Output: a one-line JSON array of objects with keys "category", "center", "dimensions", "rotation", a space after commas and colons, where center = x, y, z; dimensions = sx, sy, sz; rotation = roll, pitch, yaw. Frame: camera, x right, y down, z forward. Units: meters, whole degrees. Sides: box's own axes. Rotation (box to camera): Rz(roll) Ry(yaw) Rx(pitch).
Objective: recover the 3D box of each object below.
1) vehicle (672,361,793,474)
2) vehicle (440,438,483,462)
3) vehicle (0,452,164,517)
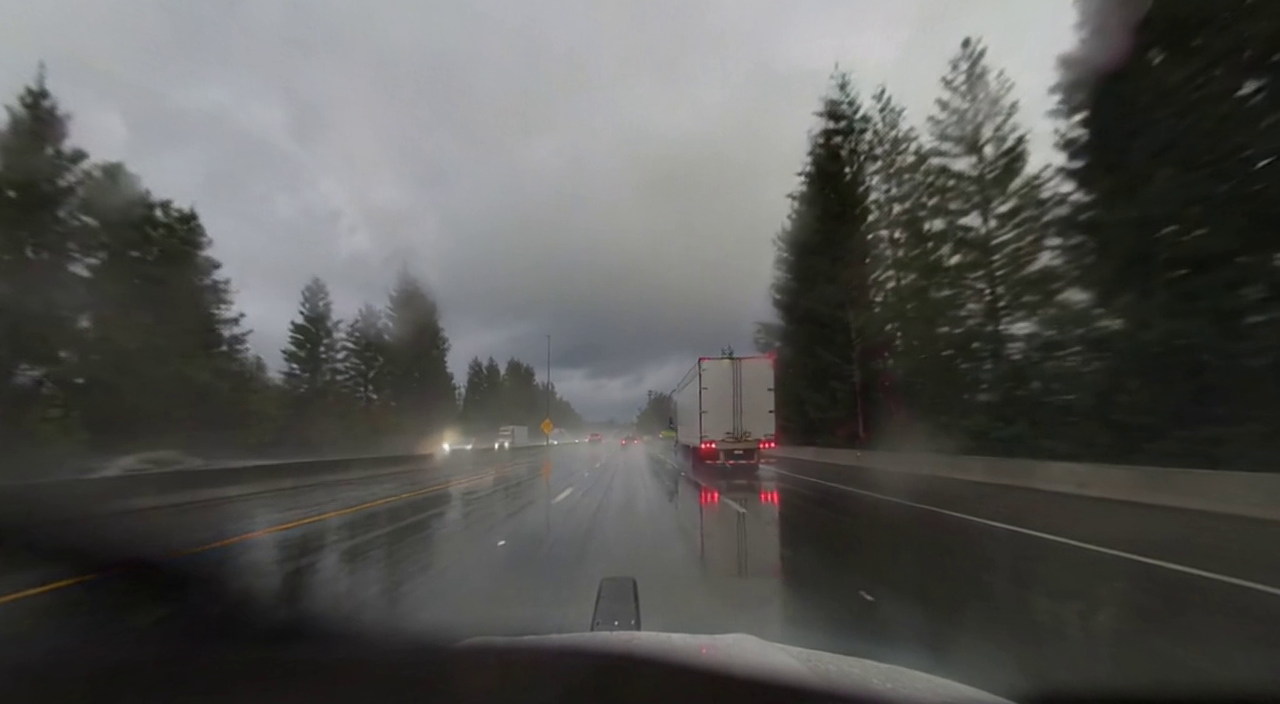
[{"category": "vehicle", "center": [3.839, 3.403, 30.820], "dimensions": [3.489, 4.211, 14.193], "rotation": [0, -8, -1]}, {"category": "vehicle", "center": [-12.629, 6.937, 44.691], "dimensions": [1.882, 1.503, 4.212], "rotation": [-2, -8, 0]}, {"category": "vehicle", "center": [-15.723, 3.526, 17.290], "dimensions": [1.809, 1.434, 4.492], "rotation": [0, -8, -1]}]
